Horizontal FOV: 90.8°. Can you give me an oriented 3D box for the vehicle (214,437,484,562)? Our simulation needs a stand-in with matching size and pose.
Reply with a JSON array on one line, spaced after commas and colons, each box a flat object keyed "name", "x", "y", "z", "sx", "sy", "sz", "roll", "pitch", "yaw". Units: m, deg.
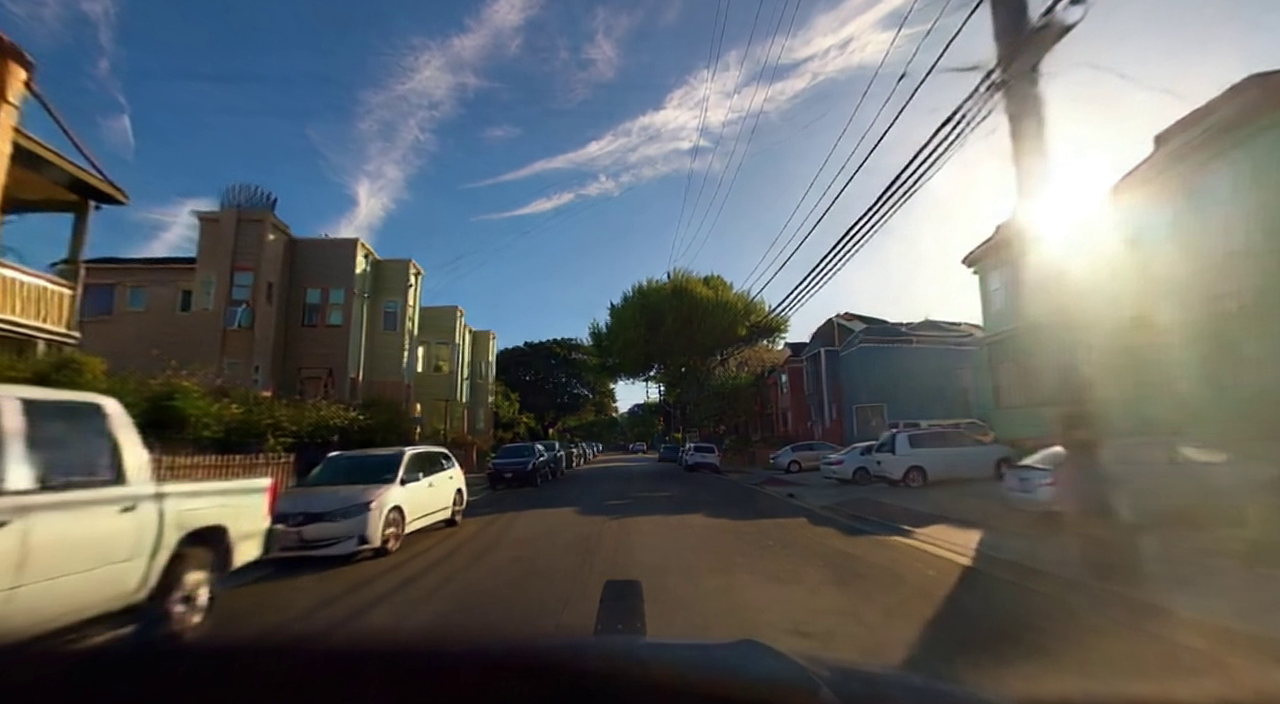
[{"name": "vehicle", "x": -4.044, "y": 2.108, "z": 9.898, "sx": 1.925, "sy": 1.463, "sz": 4.700, "roll": 0, "pitch": -8, "yaw": 1}]

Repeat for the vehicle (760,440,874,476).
[{"name": "vehicle", "x": 7.719, "y": 4.664, "z": 27.928, "sx": 4.480, "sy": 1.497, "sz": 1.884, "roll": 0, "pitch": -8, "yaw": 1}]

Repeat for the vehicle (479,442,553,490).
[{"name": "vehicle", "x": -4.232, "y": 3.945, "z": 22.217, "sx": 1.745, "sy": 1.490, "sz": 4.304, "roll": 0, "pitch": -9, "yaw": 0}]

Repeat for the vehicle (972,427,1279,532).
[{"name": "vehicle", "x": 8.224, "y": 2.007, "z": 10.300, "sx": 4.594, "sy": 1.512, "sz": 1.824, "roll": 0, "pitch": -8, "yaw": -2}]

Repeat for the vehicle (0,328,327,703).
[{"name": "vehicle", "x": -4.024, "y": 0.915, "z": 3.434, "sx": 2.057, "sy": 1.887, "sz": 5.053, "roll": 0, "pitch": -9, "yaw": 0}]

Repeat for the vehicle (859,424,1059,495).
[{"name": "vehicle", "x": 8.745, "y": 2.962, "z": 17.592, "sx": 4.512, "sy": 1.841, "sz": 1.912, "roll": 0, "pitch": -9, "yaw": -3}]

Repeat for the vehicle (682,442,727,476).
[{"name": "vehicle", "x": 3.233, "y": 5.417, "z": 32.271, "sx": 1.916, "sy": 1.587, "sz": 3.986, "roll": 0, "pitch": -9, "yaw": 0}]
